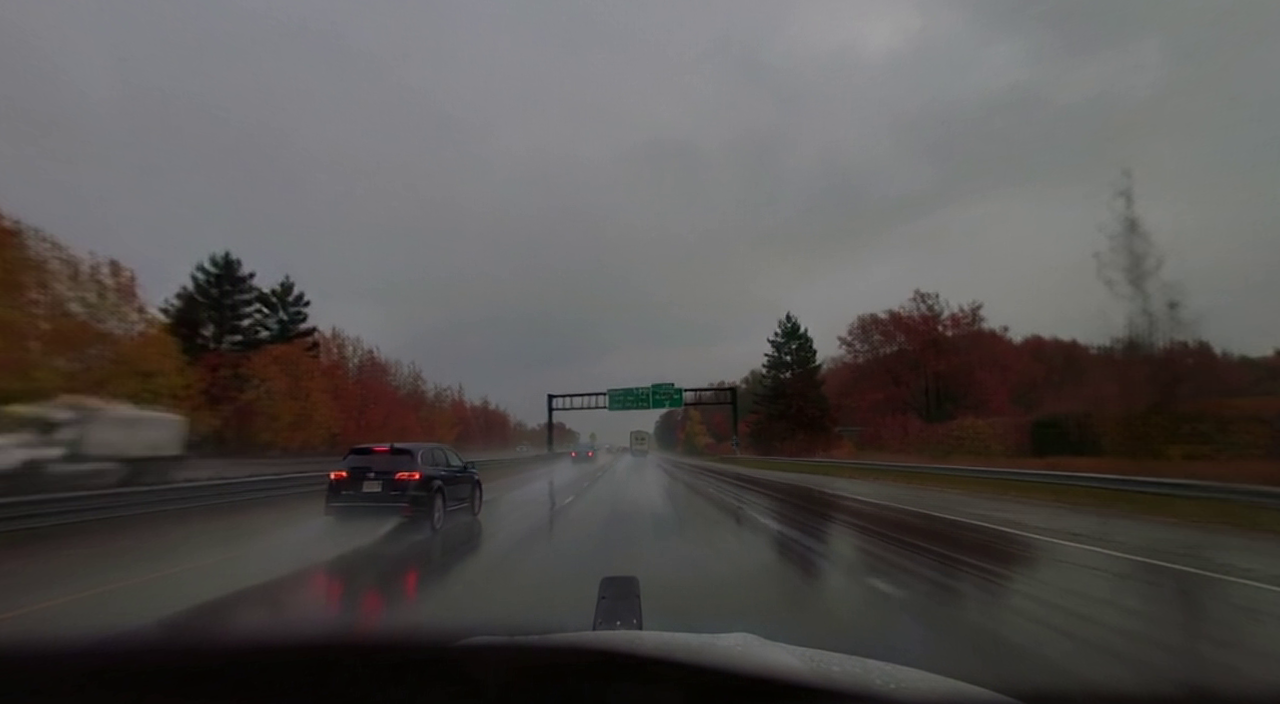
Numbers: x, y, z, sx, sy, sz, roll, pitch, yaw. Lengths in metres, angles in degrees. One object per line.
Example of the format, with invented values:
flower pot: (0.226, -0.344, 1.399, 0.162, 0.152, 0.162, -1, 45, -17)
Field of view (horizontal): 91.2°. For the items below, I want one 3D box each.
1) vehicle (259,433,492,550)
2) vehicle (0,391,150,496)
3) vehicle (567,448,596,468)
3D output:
vehicle: (-3.986, 2.167, 10.380, 2.071, 1.525, 4.058, 0, -9, 0)
vehicle: (-16.685, 2.484, 16.884, 2.305, 2.507, 5.662, 0, -9, 0)
vehicle: (-4.547, 8.317, 49.331, 1.963, 1.475, 3.665, 0, -9, 0)
